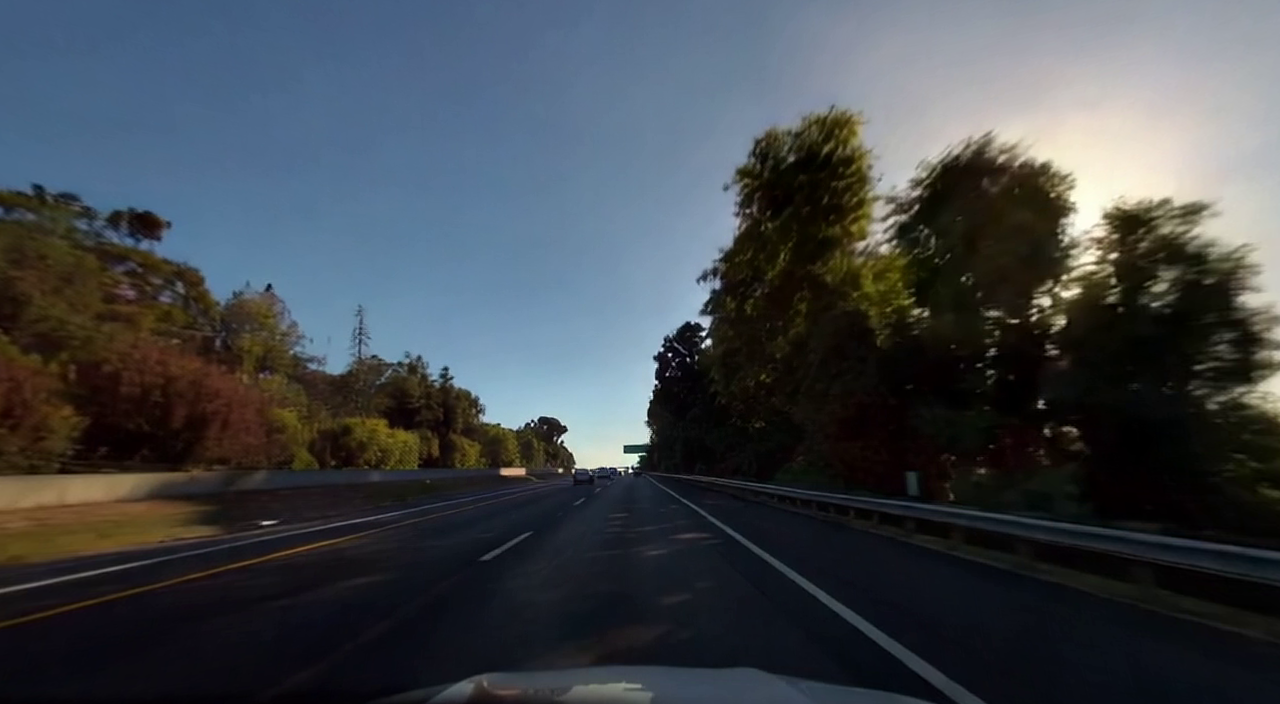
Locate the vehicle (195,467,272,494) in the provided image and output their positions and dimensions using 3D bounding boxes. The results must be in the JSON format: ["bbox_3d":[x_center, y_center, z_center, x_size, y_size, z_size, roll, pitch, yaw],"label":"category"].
[{"bbox_3d":[-23.871,7.531,37.145,1.763,1.441,4.230,1,-11,-2],"label":"vehicle"}]
